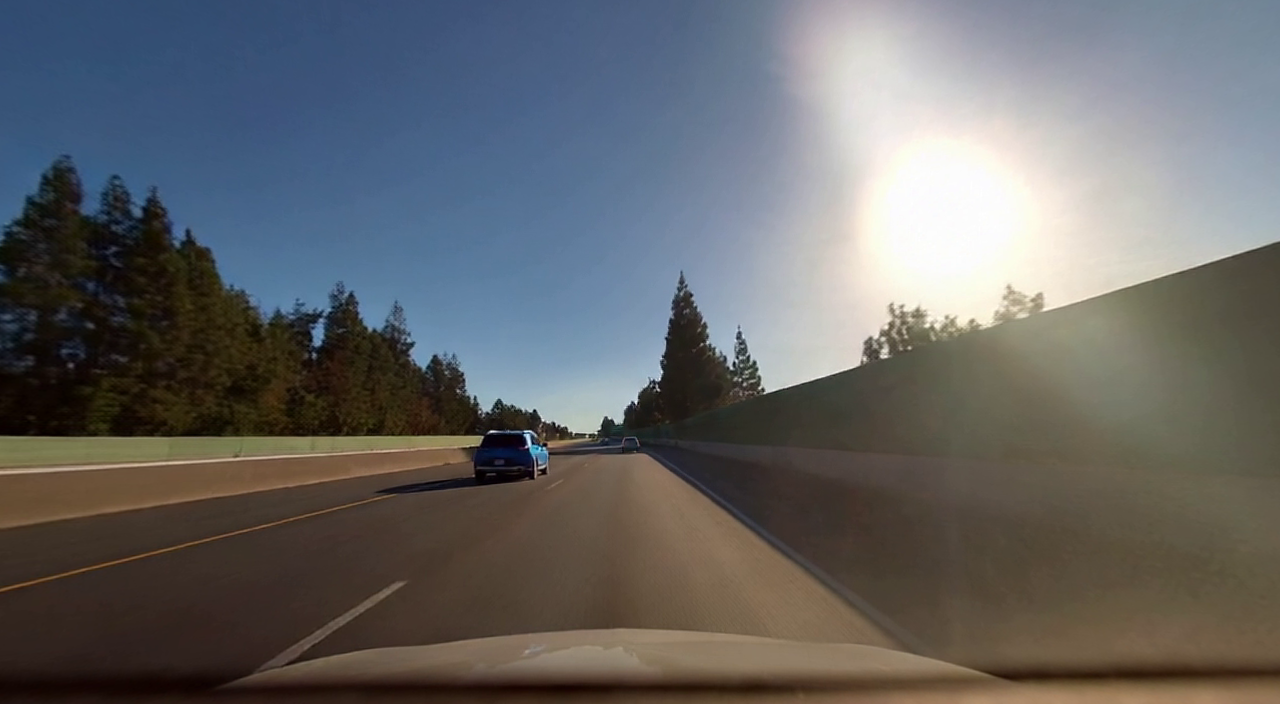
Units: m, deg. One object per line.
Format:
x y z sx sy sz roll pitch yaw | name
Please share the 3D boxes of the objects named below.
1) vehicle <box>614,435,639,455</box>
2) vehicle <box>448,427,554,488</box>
-0.980 6.844 46.524 1.836 1.450 3.519 0 -8 -1 | vehicle
-3.909 3.037 18.656 2.072 1.545 4.767 0 -8 0 | vehicle
